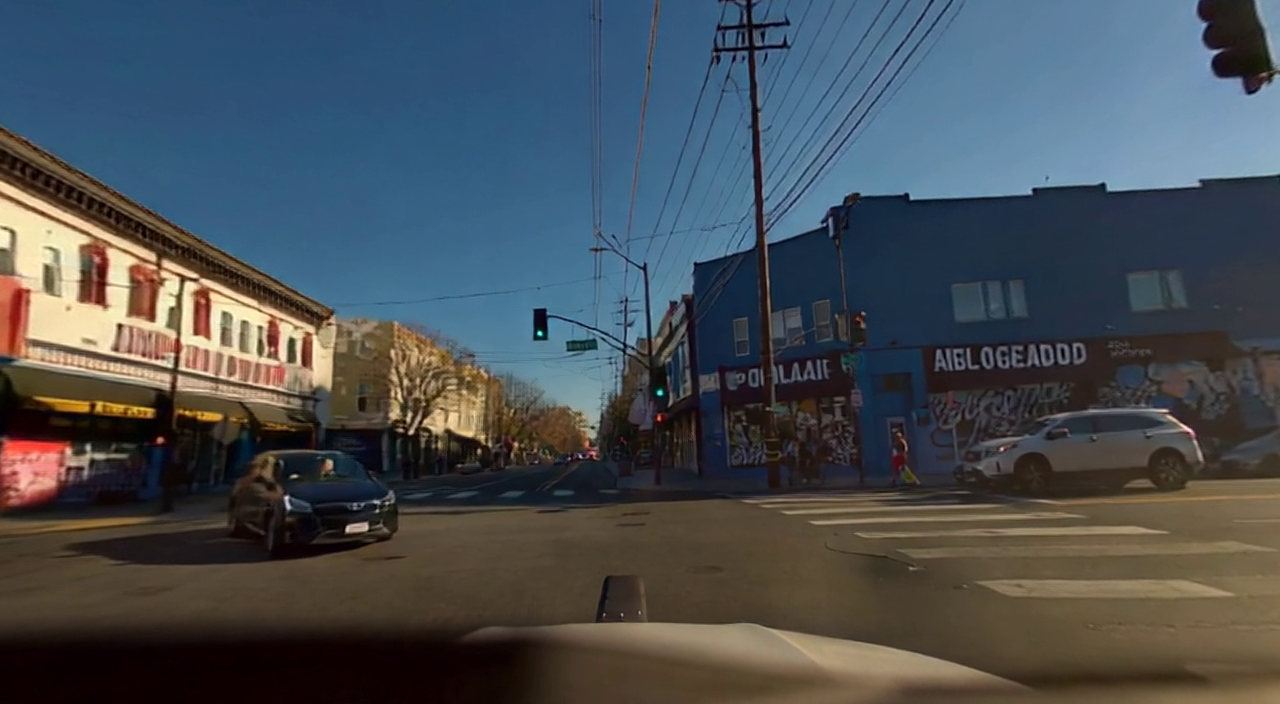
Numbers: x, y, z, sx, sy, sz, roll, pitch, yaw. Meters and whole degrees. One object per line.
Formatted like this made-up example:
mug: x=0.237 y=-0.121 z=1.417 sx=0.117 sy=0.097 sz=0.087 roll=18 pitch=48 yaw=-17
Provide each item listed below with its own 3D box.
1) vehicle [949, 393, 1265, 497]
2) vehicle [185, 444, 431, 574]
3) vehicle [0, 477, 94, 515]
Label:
vehicle: x=9.747 y=1.967 z=13.525 sx=4.970 sy=1.972 sz=2.372 roll=1 pitch=-9 yaw=-6
vehicle: x=-5.186 y=2.157 z=9.569 sx=2.097 sy=1.457 sz=4.439 roll=8 pitch=-12 yaw=-42
vehicle: x=-25.402 y=6.023 z=26.547 sx=3.301 sy=1.369 sz=1.644 roll=-1 pitch=-9 yaw=-5
